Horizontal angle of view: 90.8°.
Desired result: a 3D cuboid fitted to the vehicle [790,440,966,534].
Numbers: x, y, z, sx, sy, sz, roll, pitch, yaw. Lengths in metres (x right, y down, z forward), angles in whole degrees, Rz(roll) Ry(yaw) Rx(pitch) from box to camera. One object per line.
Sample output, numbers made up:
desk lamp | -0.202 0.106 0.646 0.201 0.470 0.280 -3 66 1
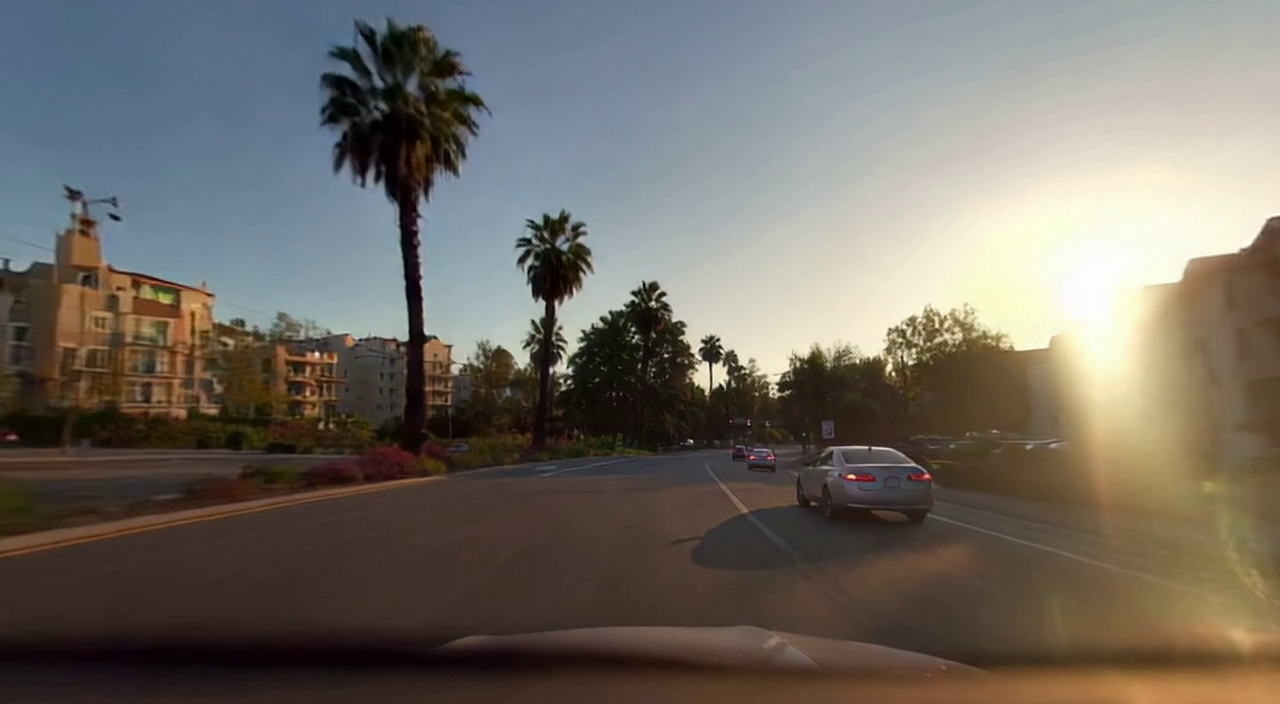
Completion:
vehicle | 4.246 2.436 12.017 1.993 1.483 3.821 -1 -8 3

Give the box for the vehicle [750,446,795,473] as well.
vehicle | 7.751 6.281 37.327 2.144 1.473 4.638 -1 -9 6
